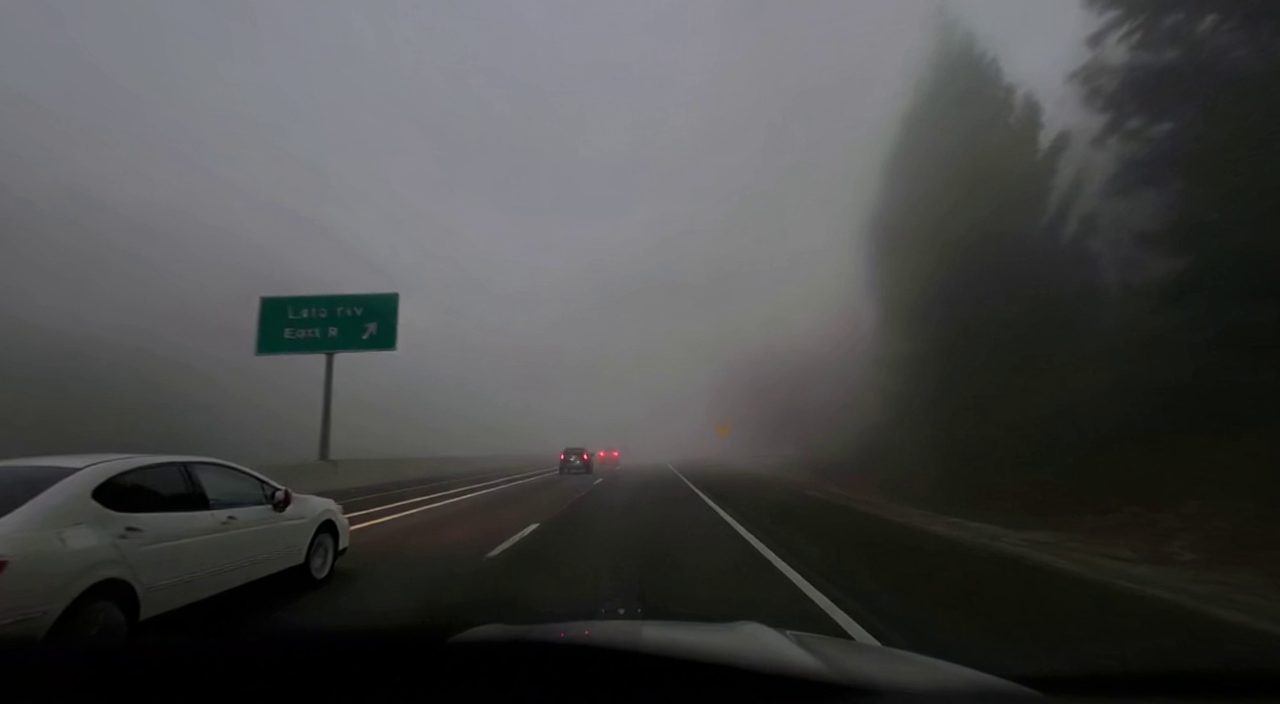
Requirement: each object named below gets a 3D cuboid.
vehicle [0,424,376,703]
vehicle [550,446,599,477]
[{"bbox_3d":[-4.088,1.398,4.965,2.011,1.481,4.434,0,-9,1],"label":"vehicle"},{"bbox_3d":[-3.477,5.915,34.271,2.044,1.527,4.607,0,-9,1],"label":"vehicle"}]
